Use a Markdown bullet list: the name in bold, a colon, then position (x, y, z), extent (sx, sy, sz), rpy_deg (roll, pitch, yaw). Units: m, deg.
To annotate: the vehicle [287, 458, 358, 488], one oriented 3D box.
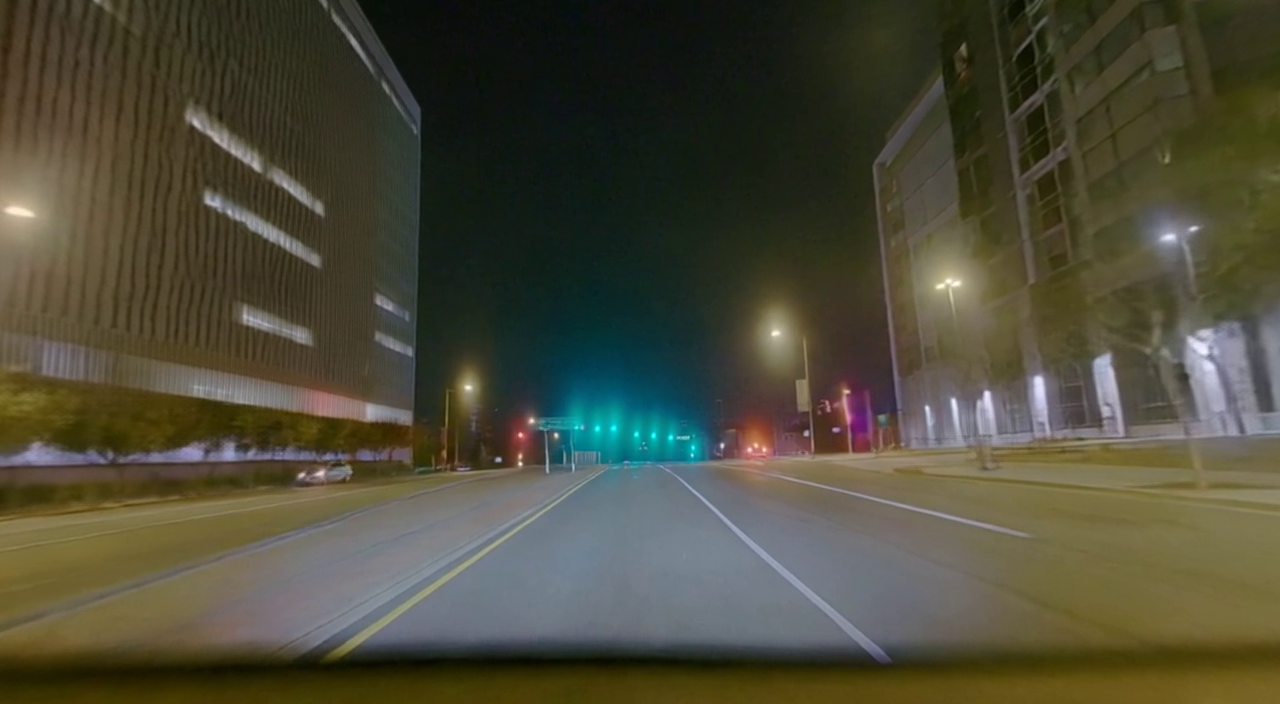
- **vehicle**: position (-19.211, 7.354, 38.436), extent (2.010, 1.504, 4.820), rpy_deg (-5, -10, -2)
